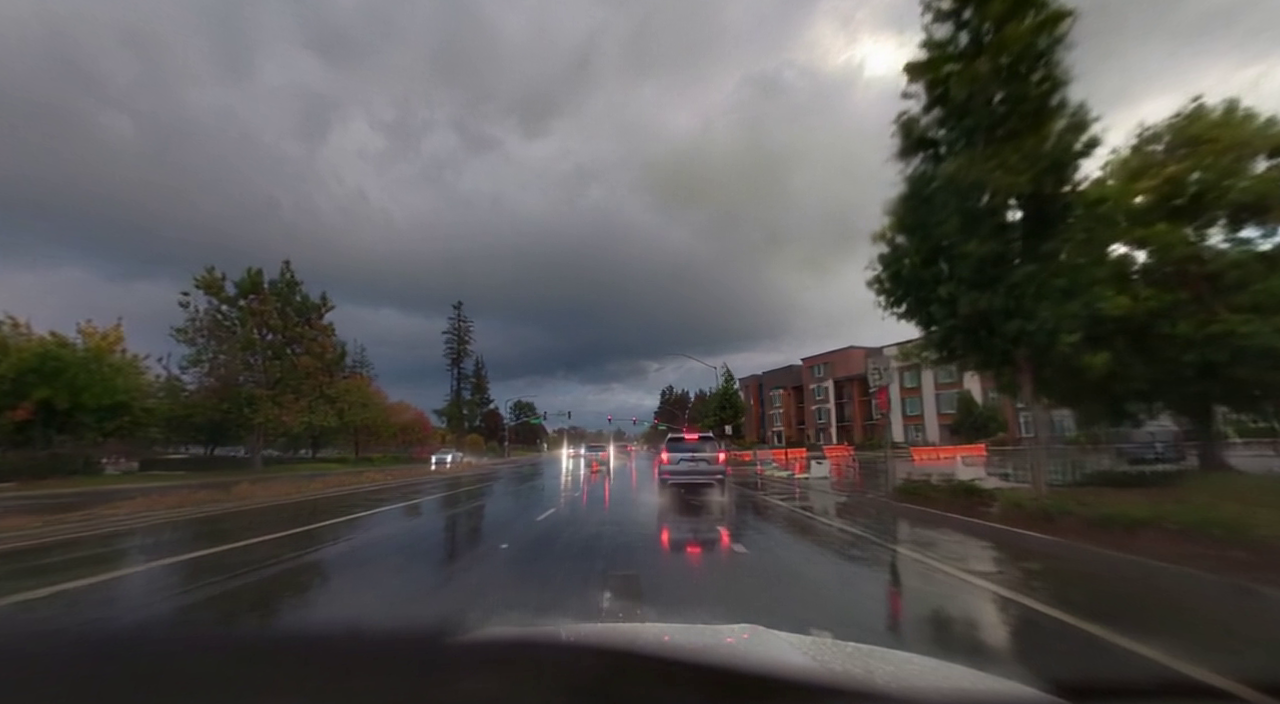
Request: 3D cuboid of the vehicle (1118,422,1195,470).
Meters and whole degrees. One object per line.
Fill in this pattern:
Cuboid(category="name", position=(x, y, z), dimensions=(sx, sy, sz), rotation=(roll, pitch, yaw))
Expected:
Cuboid(category="vehicle", position=(20.066, 3.645, 24.471), dimensions=(1.926, 1.680, 4.410), rotation=(-8, -11, 42))

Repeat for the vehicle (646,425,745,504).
Cuboid(category="vehicle", position=(1.326, 2.976, 17.145), dimensions=(2.197, 1.835, 4.316), rotation=(0, -8, -1))

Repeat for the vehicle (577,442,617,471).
Cuboid(category="vehicle", position=(-2.572, 6.416, 38.923), dimensions=(2.121, 1.654, 3.993), rotation=(0, -8, 1))
